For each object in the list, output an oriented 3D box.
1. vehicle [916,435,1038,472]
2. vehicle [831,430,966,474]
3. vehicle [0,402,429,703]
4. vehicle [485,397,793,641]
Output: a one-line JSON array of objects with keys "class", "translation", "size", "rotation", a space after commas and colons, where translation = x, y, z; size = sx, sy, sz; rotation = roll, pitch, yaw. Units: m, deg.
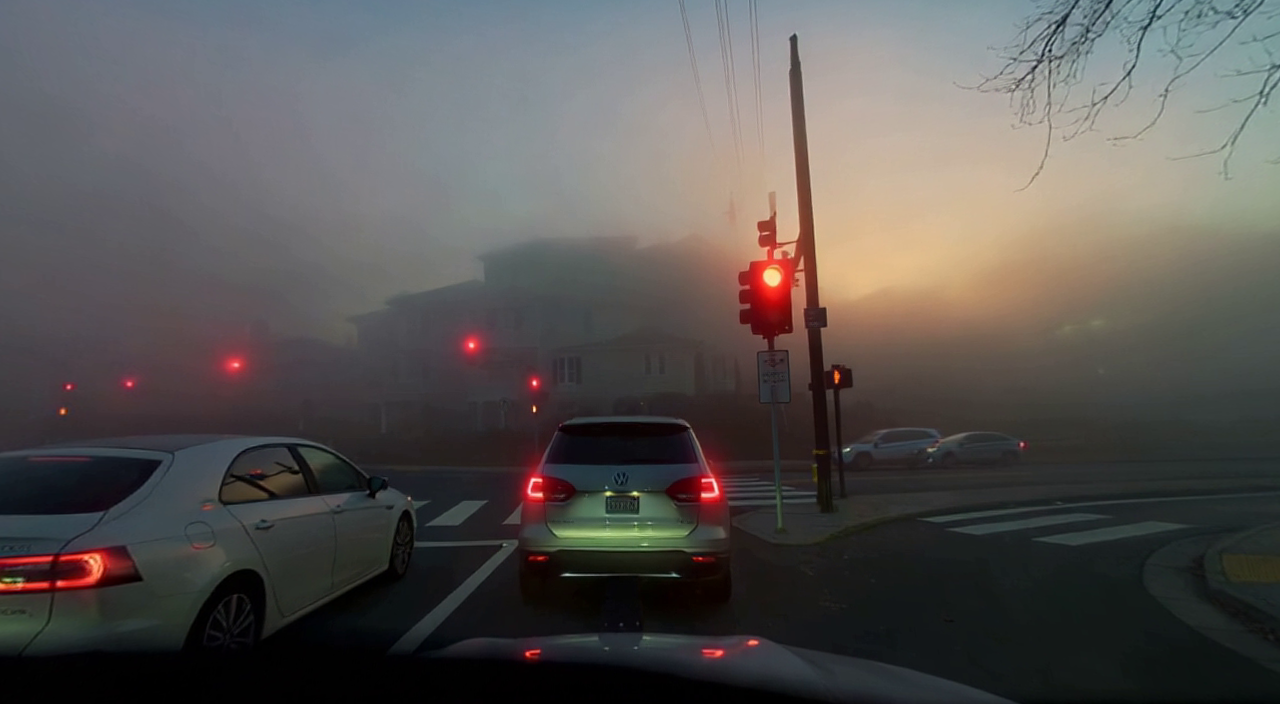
[{"class": "vehicle", "translation": [15.821, 4.786, 29.882], "size": [4.639, 1.621, 1.867], "rotation": [-1, -9, 6]}, {"class": "vehicle", "translation": [10.898, 4.250, 26.981], "size": [4.887, 1.769, 2.035], "rotation": [-1, -9, 6]}, {"class": "vehicle", "translation": [-3.299, 1.273, 4.710], "size": [2.035, 1.492, 4.415], "rotation": [0, -9, -2]}, {"class": "vehicle", "translation": [-0.146, 1.472, 6.563], "size": [2.154, 1.670, 4.140], "rotation": [1, -9, -4]}]
